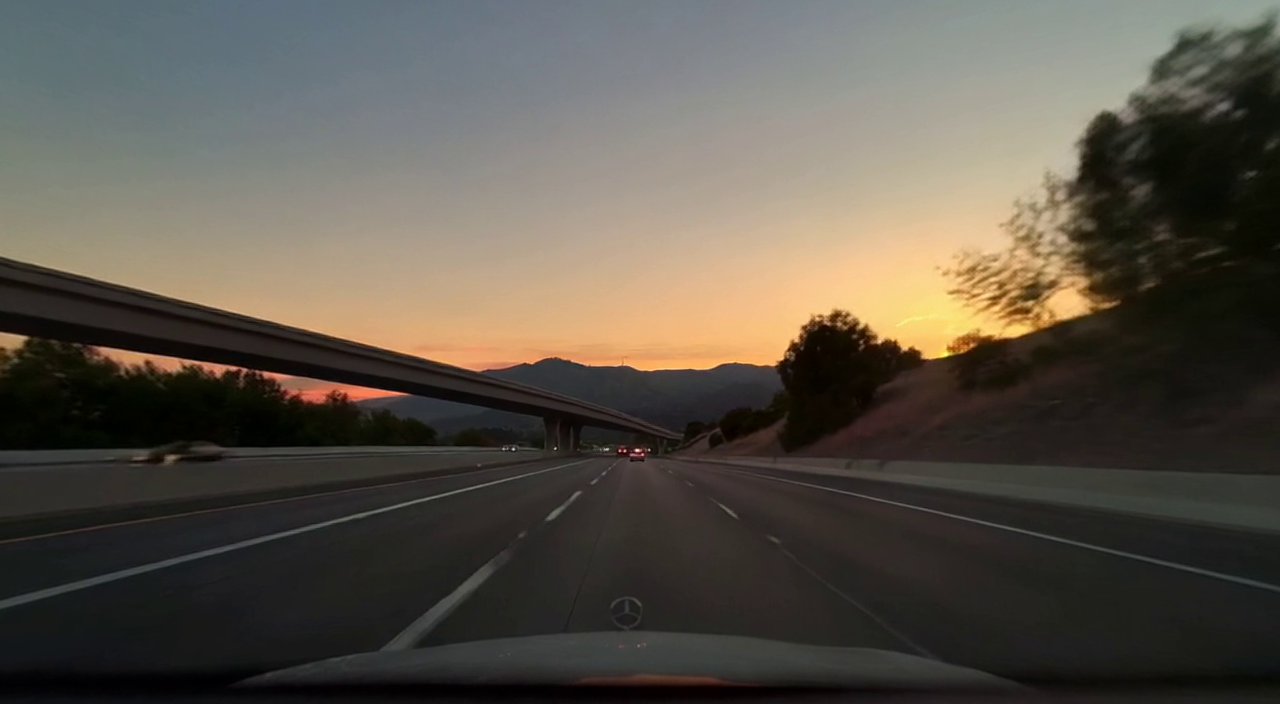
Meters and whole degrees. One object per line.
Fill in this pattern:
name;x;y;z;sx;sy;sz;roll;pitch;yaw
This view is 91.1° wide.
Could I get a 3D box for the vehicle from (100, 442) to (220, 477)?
vehicle;-24.943;5.576;32.941;2.103;1.669;5.235;0;-9;1
